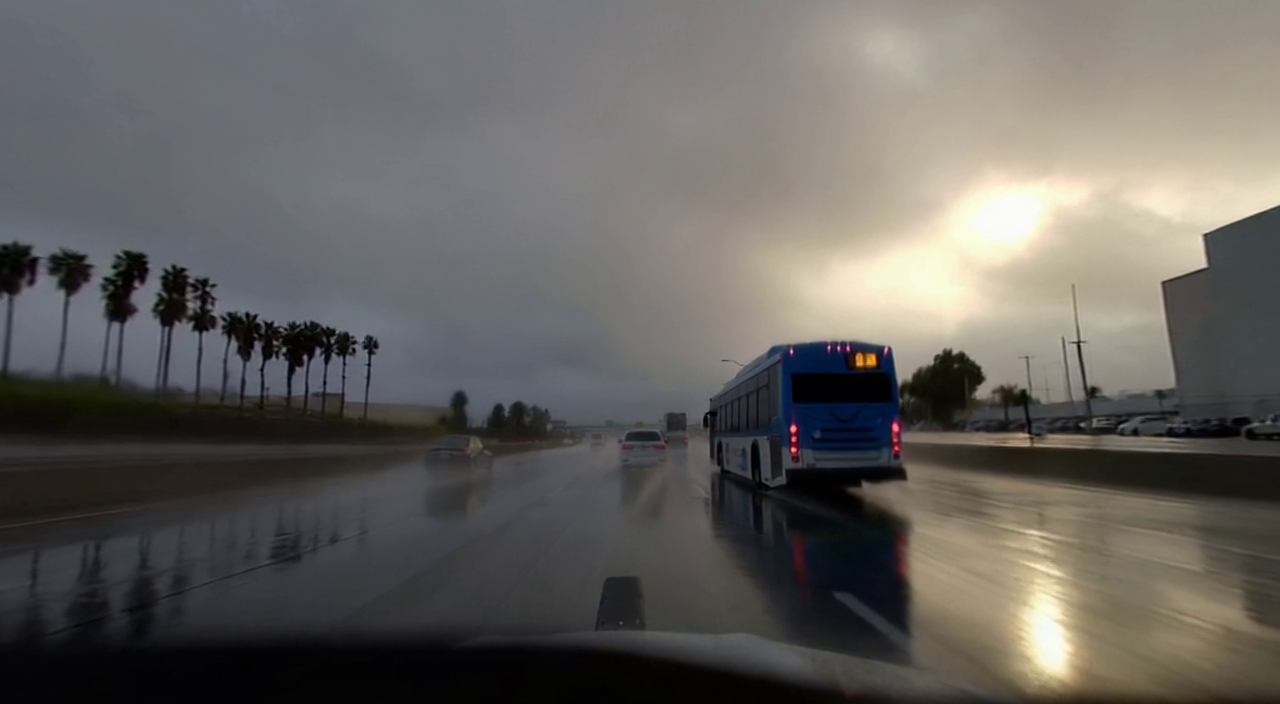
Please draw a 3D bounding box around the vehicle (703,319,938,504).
[{"bbox_3d":[4.194,2.184,19.402,3.020,3.622,14.302,0,-8,0],"label":"vehicle"}]

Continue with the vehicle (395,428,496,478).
[{"bbox_3d":[-7.377,3.915,24.508,2.291,1.729,4.879,0,-8,1],"label":"vehicle"}]

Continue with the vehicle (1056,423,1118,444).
[{"bbox_3d":[32.450,5.978,45.812,1.795,1.481,3.986,-1,-9,5],"label":"vehicle"}]

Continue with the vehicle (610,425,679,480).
[{"bbox_3d":[0.167,3.606,22.759,2.268,1.796,4.280,0,-8,0],"label":"vehicle"}]
